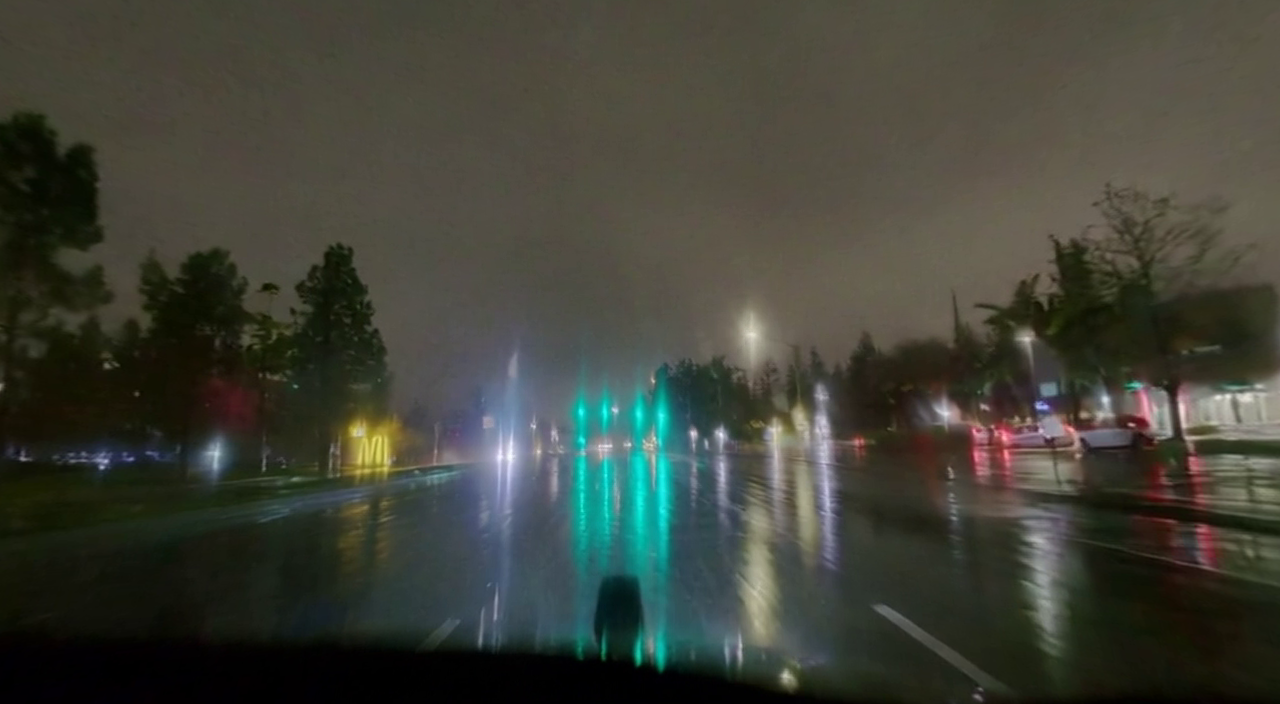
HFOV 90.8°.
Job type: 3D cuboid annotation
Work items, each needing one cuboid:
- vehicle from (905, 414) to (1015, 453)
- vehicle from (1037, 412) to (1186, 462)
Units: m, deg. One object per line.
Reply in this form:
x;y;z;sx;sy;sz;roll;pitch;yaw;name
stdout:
22.594;5.820;44.901;6.347;2.674;2.521;0;-8;1;vehicle
23.325;4.233;31.465;5.460;1.980;2.188;-5;-8;2;vehicle
